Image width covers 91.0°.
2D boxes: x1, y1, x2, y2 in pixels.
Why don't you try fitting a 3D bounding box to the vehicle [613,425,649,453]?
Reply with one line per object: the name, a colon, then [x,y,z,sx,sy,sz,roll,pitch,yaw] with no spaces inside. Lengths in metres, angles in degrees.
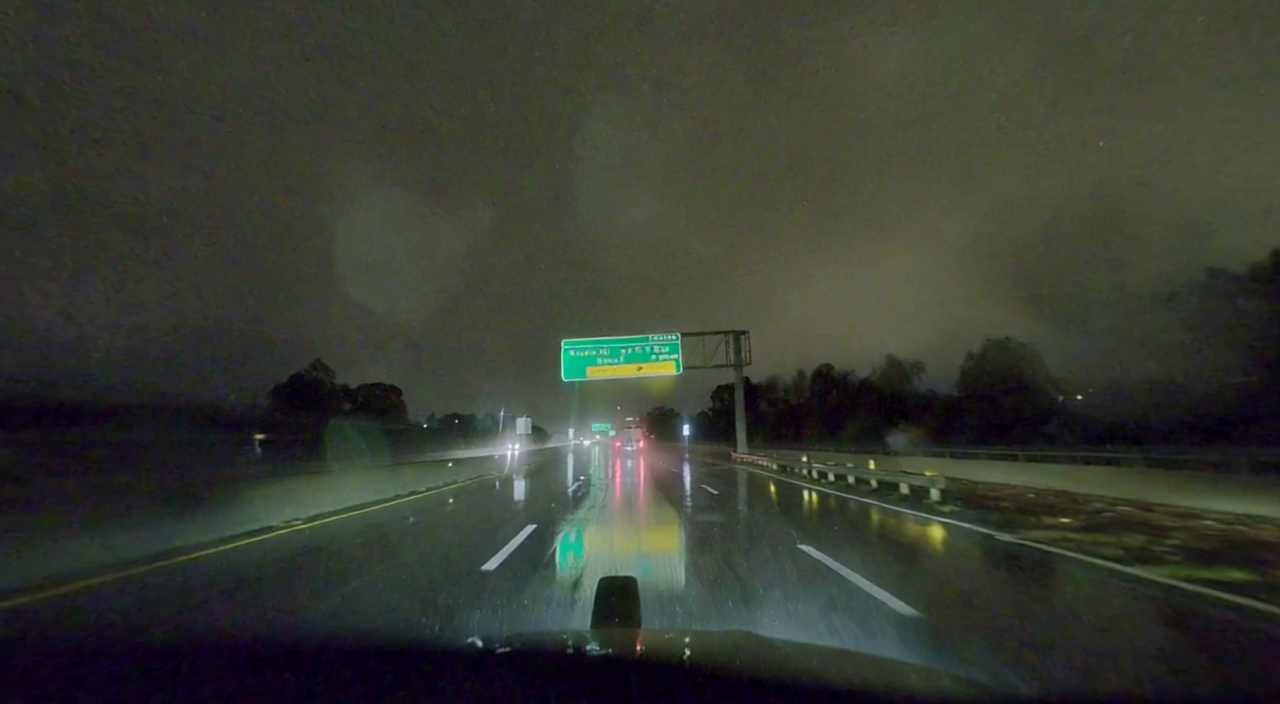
vehicle: [-0.617,5.591,40.510,2.157,1.647,4.524,0,-8,-2]
